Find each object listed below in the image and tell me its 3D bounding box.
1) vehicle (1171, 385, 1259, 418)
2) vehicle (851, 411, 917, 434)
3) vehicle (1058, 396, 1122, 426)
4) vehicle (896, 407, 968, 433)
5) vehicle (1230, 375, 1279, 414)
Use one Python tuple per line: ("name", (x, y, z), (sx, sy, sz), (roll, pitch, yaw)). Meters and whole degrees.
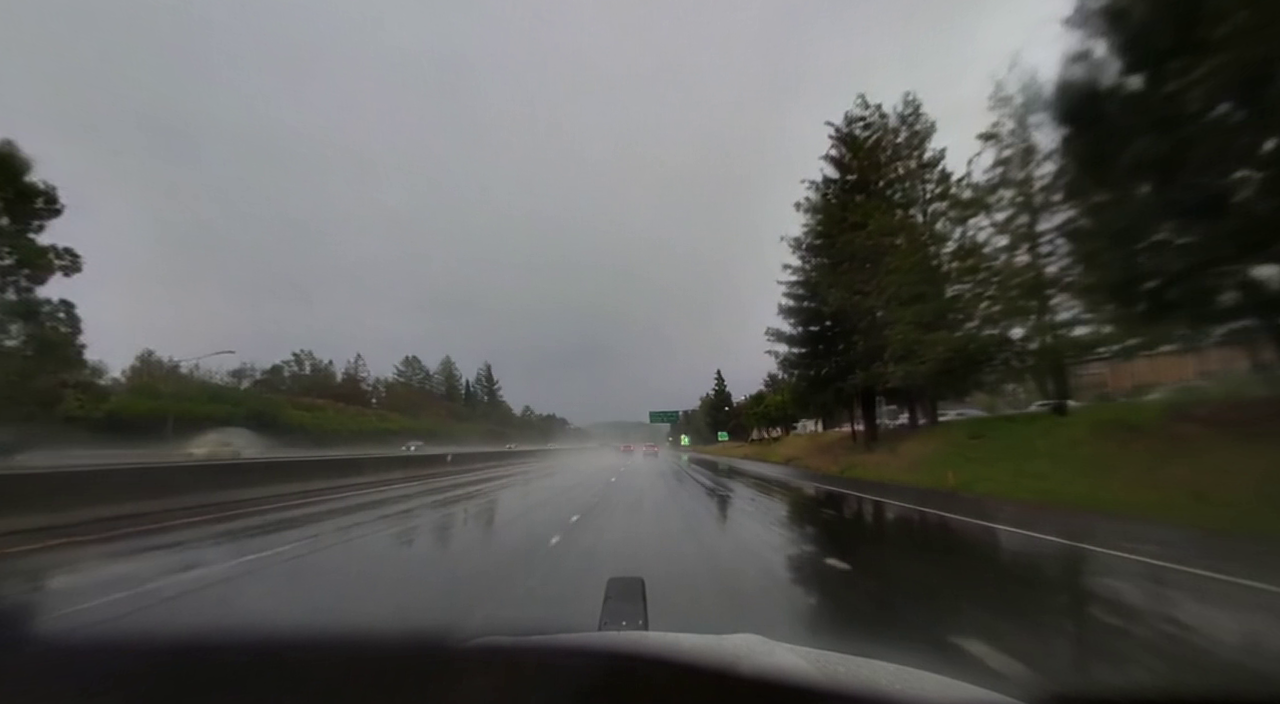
("vehicle", (29.467, 2.583, 32.271), (4.712, 1.458, 2.139), (5, -10, -34))
("vehicle", (18.229, 5.314, 47.095), (4.366, 1.571, 1.844), (-5, -9, 27))
("vehicle", (33.217, 4.418, 46.481), (5.028, 1.973, 2.201), (6, -10, -36))
("vehicle", (18.329, 4.283, 39.563), (3.884, 1.482, 1.843), (-5, -10, 28))
("vehicle", (29.491, 2.000, 29.187), (3.925, 1.582, 1.823), (4, -9, -28))
